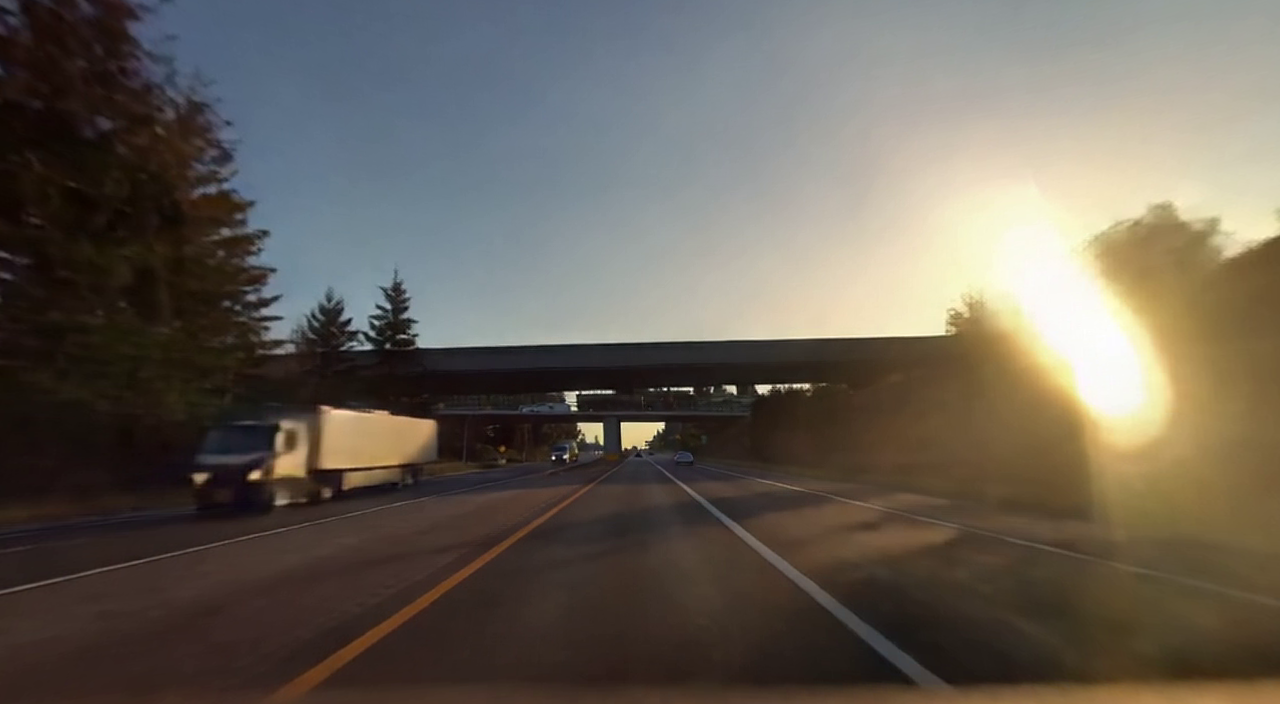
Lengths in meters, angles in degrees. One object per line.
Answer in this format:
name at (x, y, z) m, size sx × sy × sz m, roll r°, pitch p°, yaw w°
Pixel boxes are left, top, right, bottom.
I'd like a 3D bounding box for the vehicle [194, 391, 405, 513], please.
vehicle at (-13.121, 4.064, 25.892) m, size 2.990 × 4.009 × 9.971 m, roll 0°, pitch -9°, yaw 0°
